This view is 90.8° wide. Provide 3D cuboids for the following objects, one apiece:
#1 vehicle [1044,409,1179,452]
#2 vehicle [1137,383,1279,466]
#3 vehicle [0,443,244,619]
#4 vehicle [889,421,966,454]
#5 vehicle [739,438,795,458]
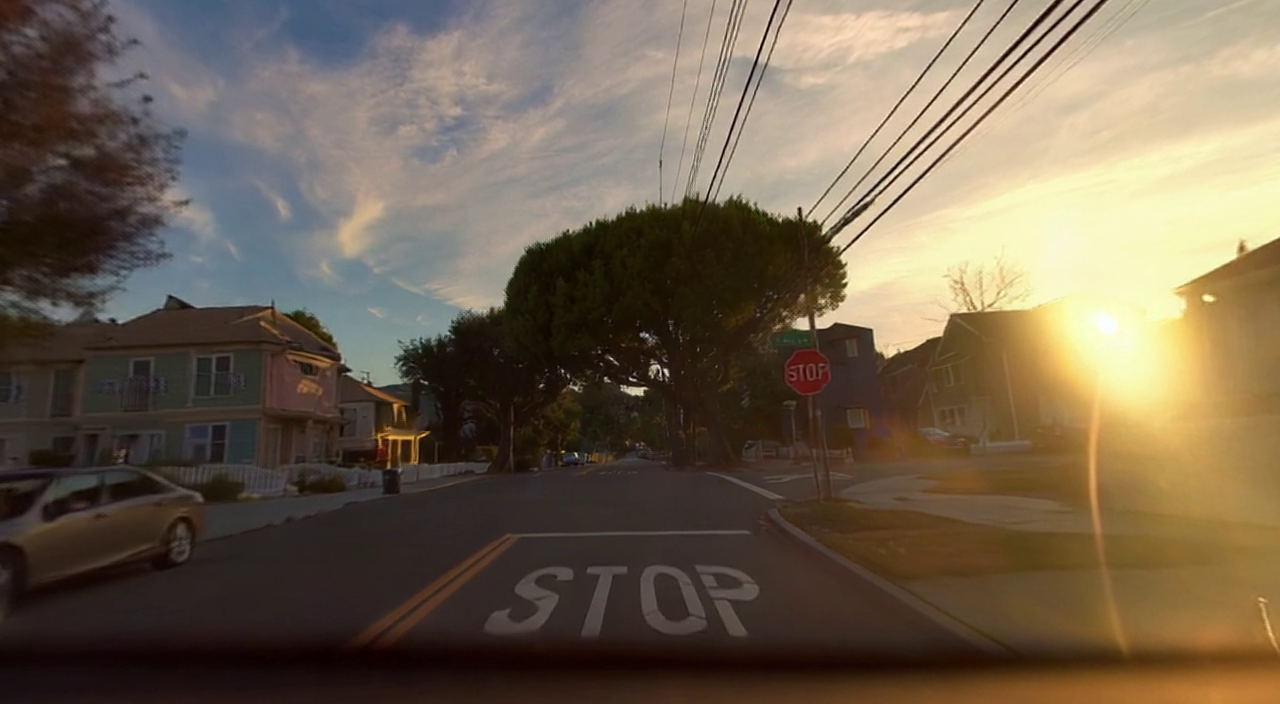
[{"bbox_3d":[21.129,3.576,28.460,4.466,1.769,2.033,1,-8,-1],"label":"vehicle"},{"bbox_3d":[16.633,1.862,16.076,6.022,1.953,2.250,0,-9,-1],"label":"vehicle"},{"bbox_3d":[-6.752,1.900,7.088,2.026,1.560,4.062,-5,-9,0],"label":"vehicle"},{"bbox_3d":[15.578,4.685,34.502,2.025,1.689,4.342,0,-9,-2],"label":"vehicle"},{"bbox_3d":[9.948,7.550,49.824,4.019,1.533,1.769,0,-9,0],"label":"vehicle"}]
